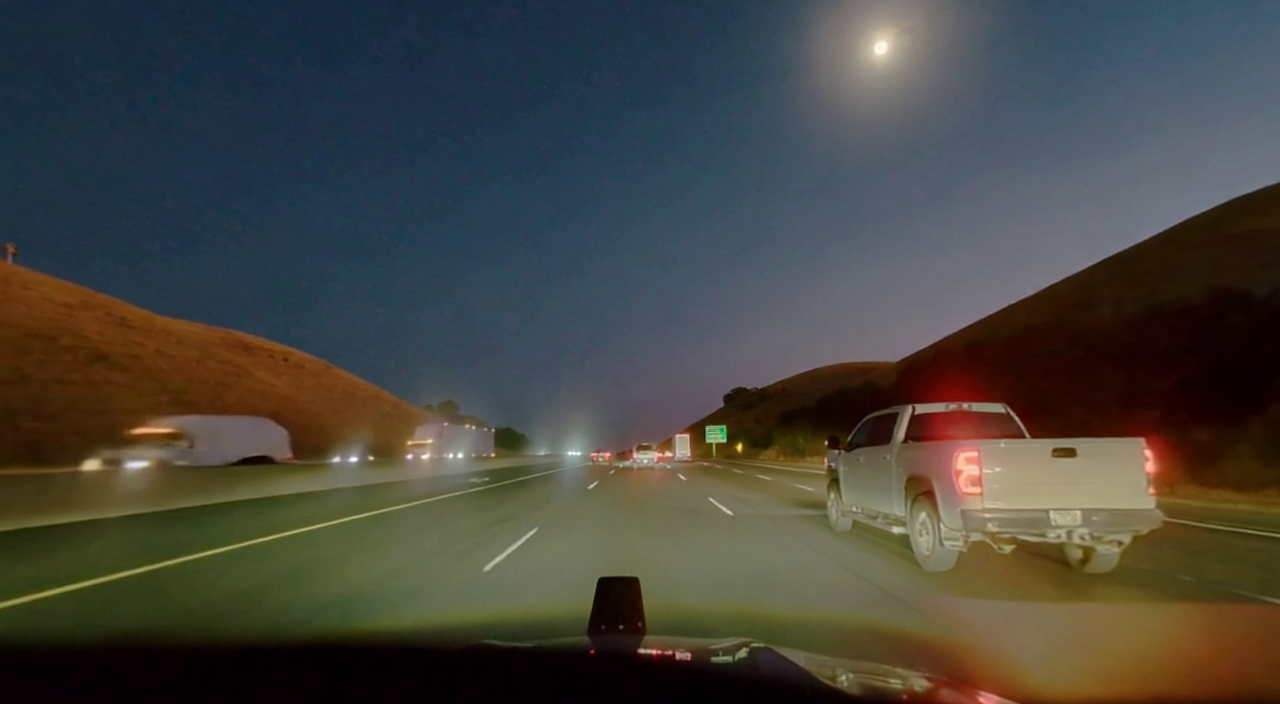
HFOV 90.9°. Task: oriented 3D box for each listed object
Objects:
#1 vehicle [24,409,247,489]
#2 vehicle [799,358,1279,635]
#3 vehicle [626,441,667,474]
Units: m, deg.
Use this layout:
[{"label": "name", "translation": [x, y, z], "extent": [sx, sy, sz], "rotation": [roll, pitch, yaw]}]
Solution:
[{"label": "vehicle", "translation": [-16.153, 3.186, 20.873], "extent": [2.233, 2.227, 6.034], "rotation": [0, -8, 1]}, {"label": "vehicle", "translation": [4.041, 1.456, 7.530], "extent": [2.700, 1.980, 5.866], "rotation": [0, -8, 0]}, {"label": "vehicle", "translation": [0.331, 5.711, 34.461], "extent": [2.086, 1.685, 4.206], "rotation": [0, -8, 0]}]
